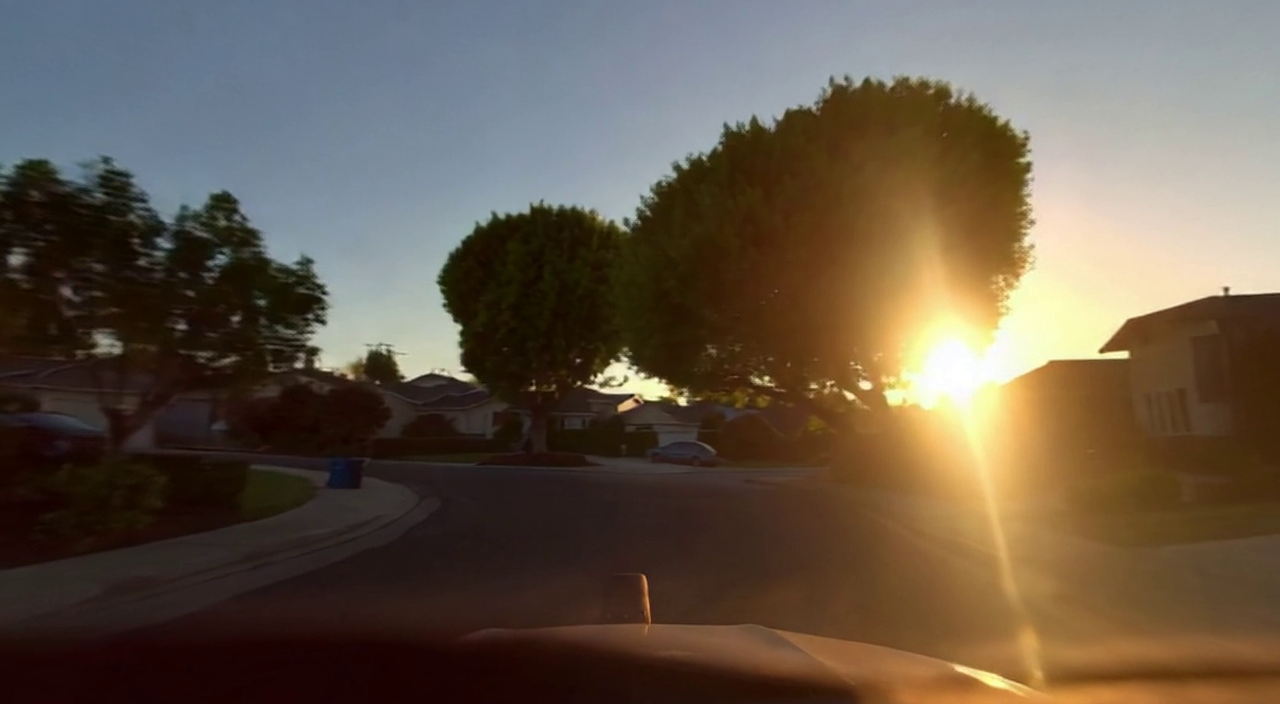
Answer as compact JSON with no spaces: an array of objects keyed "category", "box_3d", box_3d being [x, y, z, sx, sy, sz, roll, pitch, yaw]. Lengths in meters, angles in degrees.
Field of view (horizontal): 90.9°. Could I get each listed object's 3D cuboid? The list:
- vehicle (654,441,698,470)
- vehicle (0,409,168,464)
[{"category":"vehicle","box_3d":[2.547,7.127,43.519,2.180,1.752,4.700,-5,-9,12]},{"category":"vehicle","box_3d":[-18.429,2.764,20.252,1.791,1.517,5.089,-5,-9,15]}]
